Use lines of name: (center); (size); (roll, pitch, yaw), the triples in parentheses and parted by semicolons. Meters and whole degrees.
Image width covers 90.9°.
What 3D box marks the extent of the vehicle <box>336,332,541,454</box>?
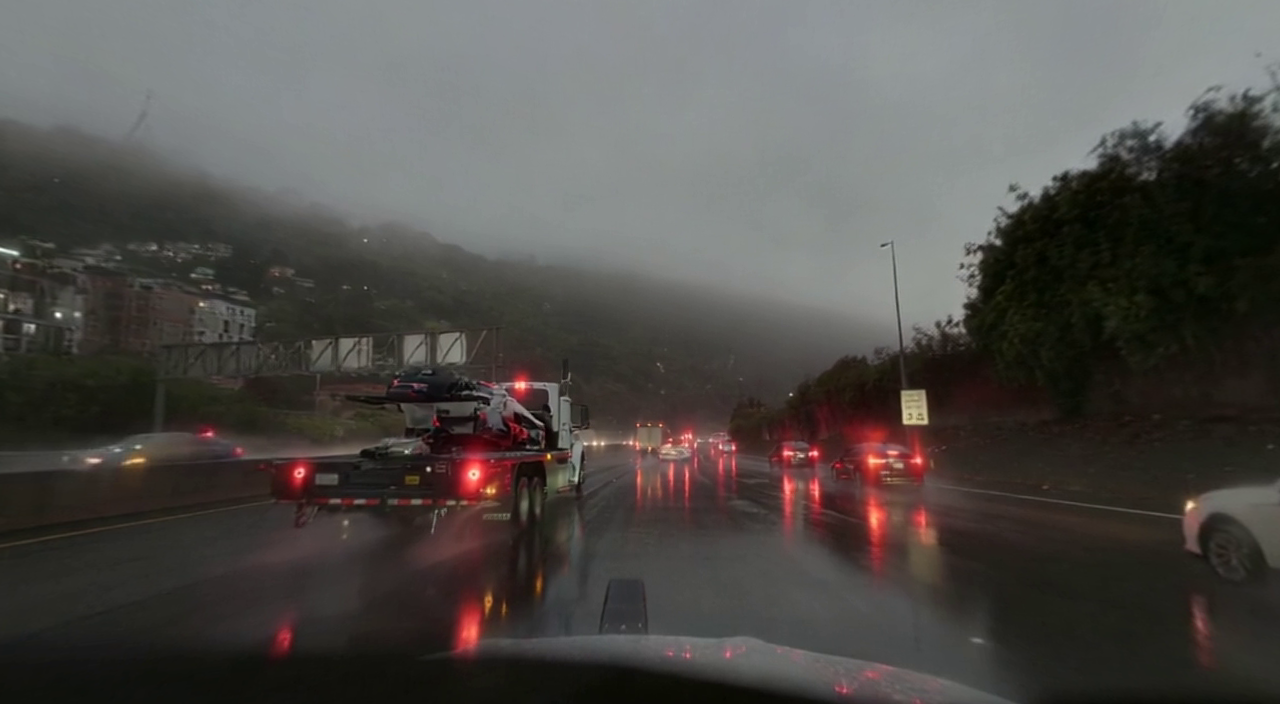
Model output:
vehicle: (-3.128, 0.902, 11.015); (1.893, 1.674, 4.766); (0, -8, 1)

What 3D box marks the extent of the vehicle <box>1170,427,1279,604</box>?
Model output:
vehicle: (6.501, 1.218, 4.212); (2.040, 1.481, 4.260); (1, -8, -4)

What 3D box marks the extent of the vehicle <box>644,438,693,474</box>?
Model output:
vehicle: (1.277, 4.650, 28.381); (2.079, 1.499, 3.915); (0, -8, 3)

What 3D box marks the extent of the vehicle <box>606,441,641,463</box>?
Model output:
vehicle: (-1.065, 6.824, 43.139); (2.016, 1.450, 4.310); (-1, -8, 4)

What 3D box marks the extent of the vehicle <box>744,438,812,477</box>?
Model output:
vehicle: (6.236, 4.799, 29.051); (2.075, 1.614, 4.682); (0, -8, 0)

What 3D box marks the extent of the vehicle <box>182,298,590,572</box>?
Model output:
vehicle: (-3.133, 1.608, 11.993); (3.162, 2.955, 10.282); (0, -8, 2)
